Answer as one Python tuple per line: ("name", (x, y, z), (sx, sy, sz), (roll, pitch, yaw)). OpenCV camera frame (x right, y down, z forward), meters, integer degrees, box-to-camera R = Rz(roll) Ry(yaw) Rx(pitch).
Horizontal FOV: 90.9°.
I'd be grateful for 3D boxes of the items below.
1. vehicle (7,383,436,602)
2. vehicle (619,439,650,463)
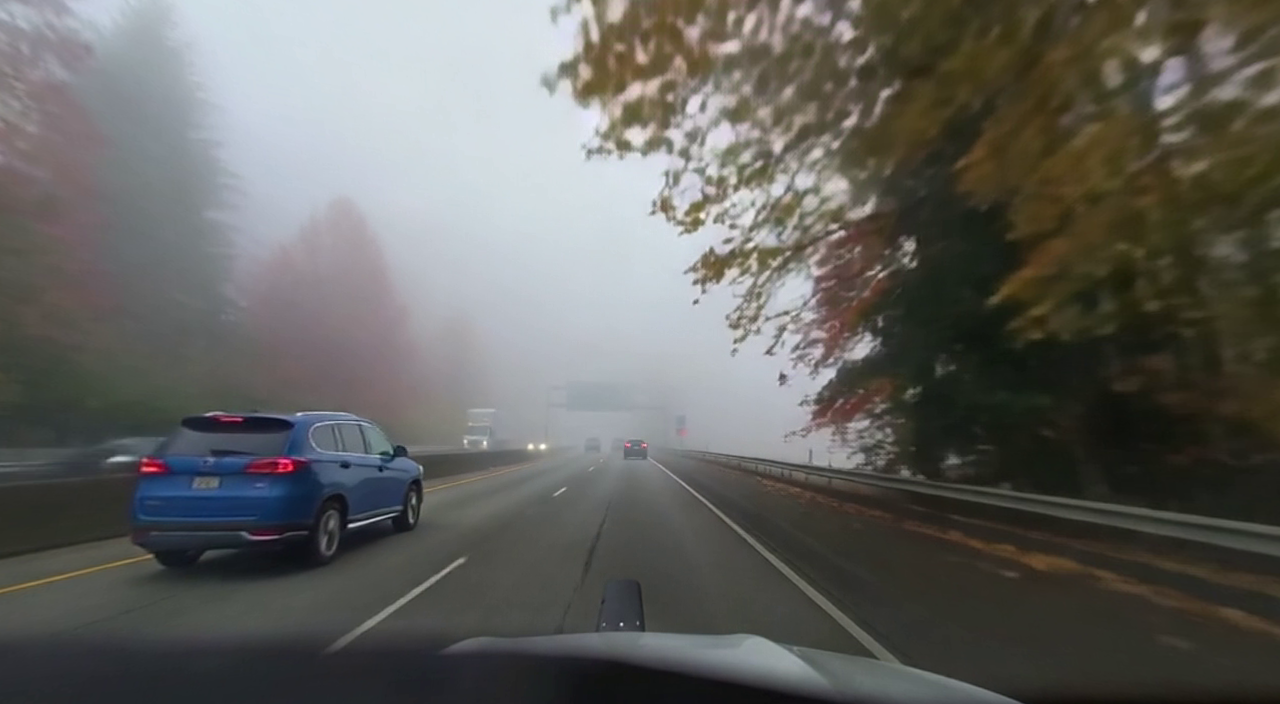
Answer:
("vehicle", (-3.999, 1.413, 7.146), (1.924, 1.720, 4.195), (0, -8, 0))
("vehicle", (-0.363, 6.526, 41.612), (1.939, 1.497, 3.863), (0, -8, -1))
